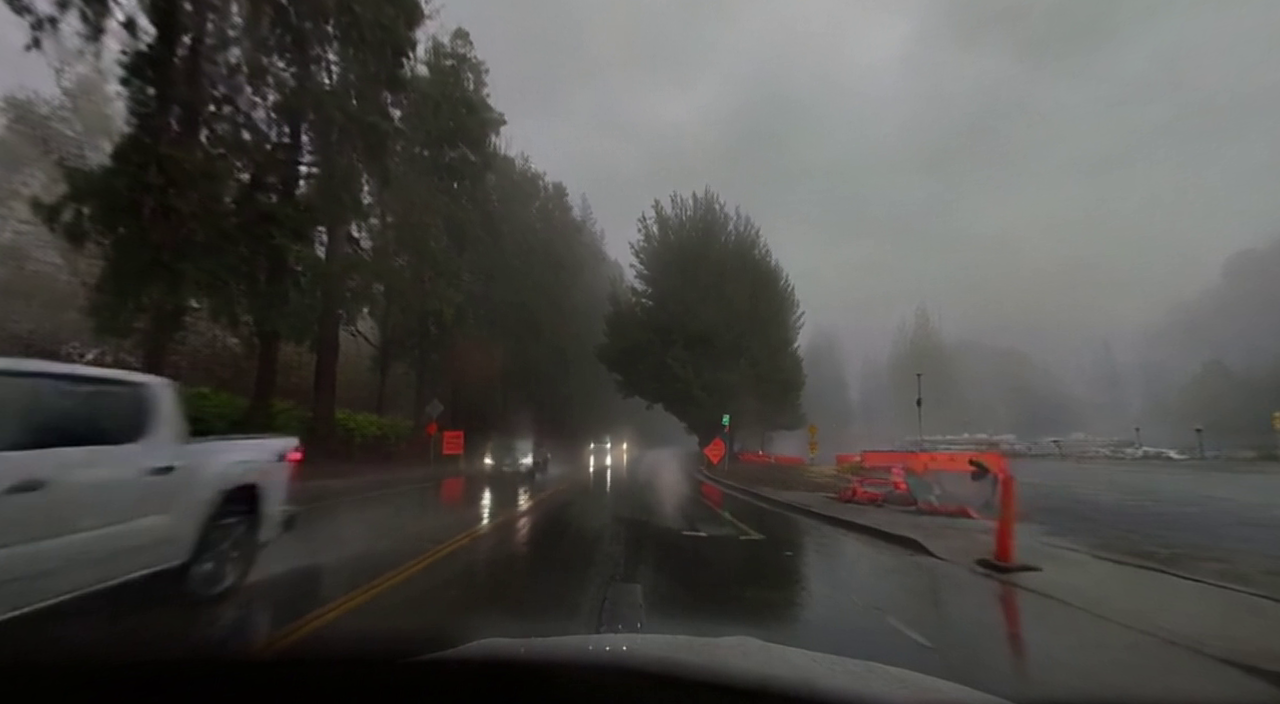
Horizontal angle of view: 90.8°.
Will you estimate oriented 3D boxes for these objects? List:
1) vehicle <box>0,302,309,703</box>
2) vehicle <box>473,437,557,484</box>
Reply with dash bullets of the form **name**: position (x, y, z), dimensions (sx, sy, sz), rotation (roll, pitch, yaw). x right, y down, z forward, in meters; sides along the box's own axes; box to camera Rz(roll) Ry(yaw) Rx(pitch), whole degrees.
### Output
- **vehicle**: position (-4.095, 0.852, 3.488), dimensions (2.064, 2.009, 4.512), rotation (-1, -8, 0)
- **vehicle**: position (-4.272, 3.776, 22.288), dimensions (1.964, 1.481, 4.199), rotation (-1, -8, 2)
